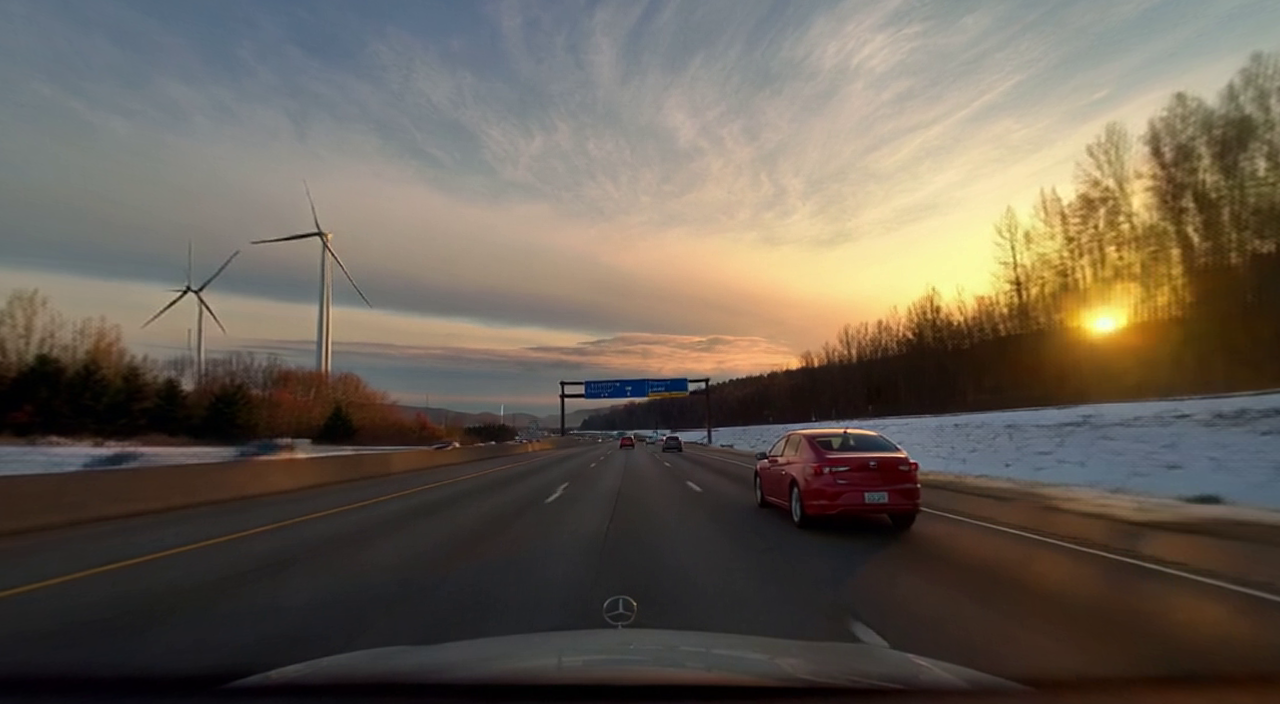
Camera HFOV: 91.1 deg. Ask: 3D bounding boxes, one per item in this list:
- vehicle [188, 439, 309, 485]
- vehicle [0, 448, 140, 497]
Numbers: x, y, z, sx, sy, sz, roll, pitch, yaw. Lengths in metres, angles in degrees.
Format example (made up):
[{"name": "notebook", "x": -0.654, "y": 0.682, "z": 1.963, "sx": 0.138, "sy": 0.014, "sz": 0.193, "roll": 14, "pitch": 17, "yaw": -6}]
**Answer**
[{"name": "vehicle", "x": -14.455, "y": 4.039, "z": 23.563, "sx": 1.862, "sy": 1.506, "sz": 4.301, "roll": 0, "pitch": -8, "yaw": -2}, {"name": "vehicle", "x": -20.099, "y": 4.139, "z": 22.038, "sx": 1.767, "sy": 1.465, "sz": 4.074, "roll": 0, "pitch": -8, "yaw": -1}]
